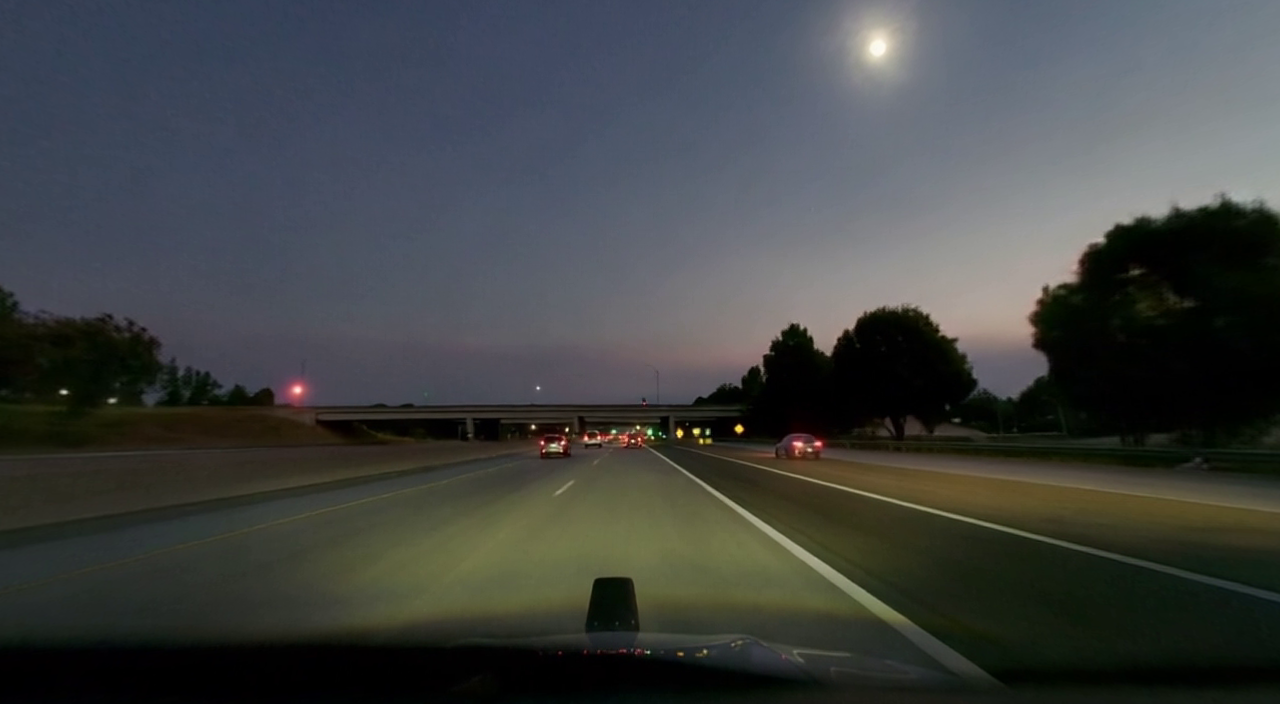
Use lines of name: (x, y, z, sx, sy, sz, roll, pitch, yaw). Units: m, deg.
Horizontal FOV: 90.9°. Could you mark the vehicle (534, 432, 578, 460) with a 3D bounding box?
vehicle: (-4.733, 5.340, 35.951, 1.933, 1.473, 4.023, 0, -8, 0)
